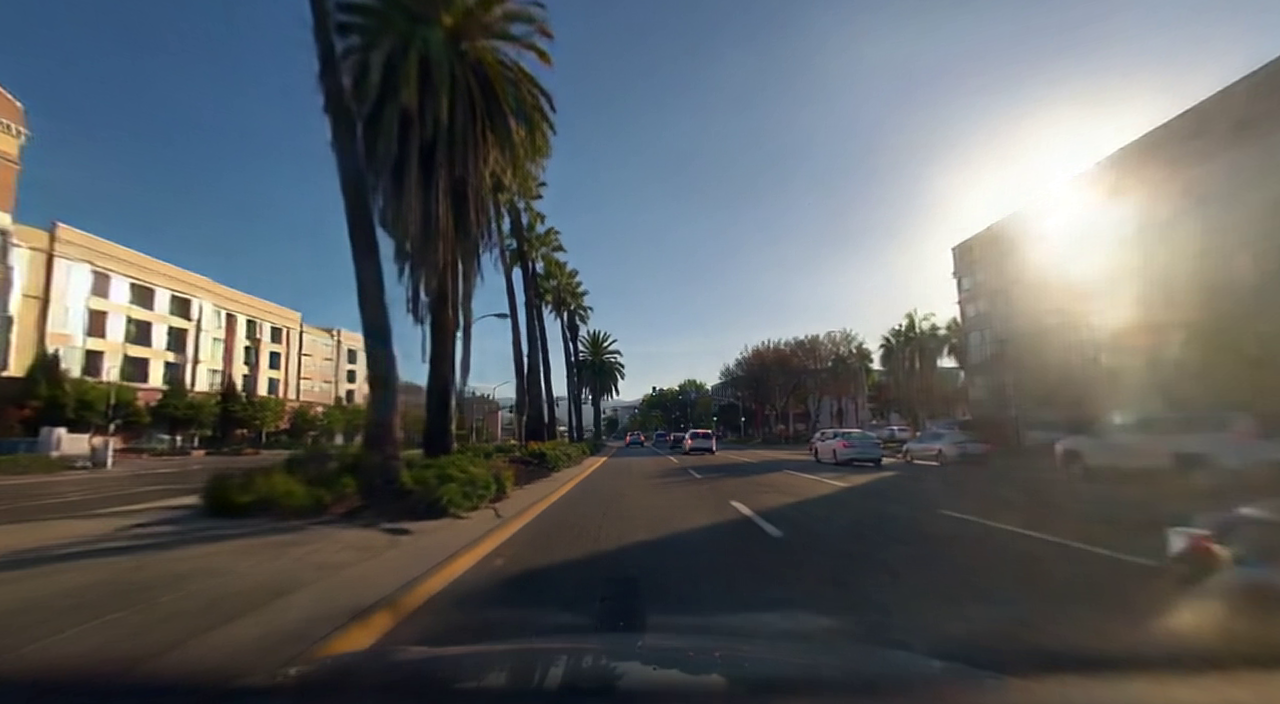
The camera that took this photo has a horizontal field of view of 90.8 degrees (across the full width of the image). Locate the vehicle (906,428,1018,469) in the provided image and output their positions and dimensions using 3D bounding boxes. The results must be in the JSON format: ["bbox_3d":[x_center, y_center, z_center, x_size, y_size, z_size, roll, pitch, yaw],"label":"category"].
[{"bbox_3d":[13.715,4.156,27.328,2.009,1.600,4.960,0,-9,-4],"label":"vehicle"}]

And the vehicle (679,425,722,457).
[{"bbox_3d":[3.748,5.655,39.950,2.104,1.910,4.693,0,-9,-2],"label":"vehicle"}]

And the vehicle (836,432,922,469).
[{"bbox_3d":[10.395,4.329,27.888,1.871,1.465,4.395,0,-9,-4],"label":"vehicle"}]

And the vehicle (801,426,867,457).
[{"bbox_3d":[12.658,5.925,41.648,2.157,1.937,5.386,0,-9,-5],"label":"vehicle"}]

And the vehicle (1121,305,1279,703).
[{"bbox_3d":[3.558,0.473,0.711,2.219,1.795,4.718,0,-9,-1],"label":"vehicle"}]
